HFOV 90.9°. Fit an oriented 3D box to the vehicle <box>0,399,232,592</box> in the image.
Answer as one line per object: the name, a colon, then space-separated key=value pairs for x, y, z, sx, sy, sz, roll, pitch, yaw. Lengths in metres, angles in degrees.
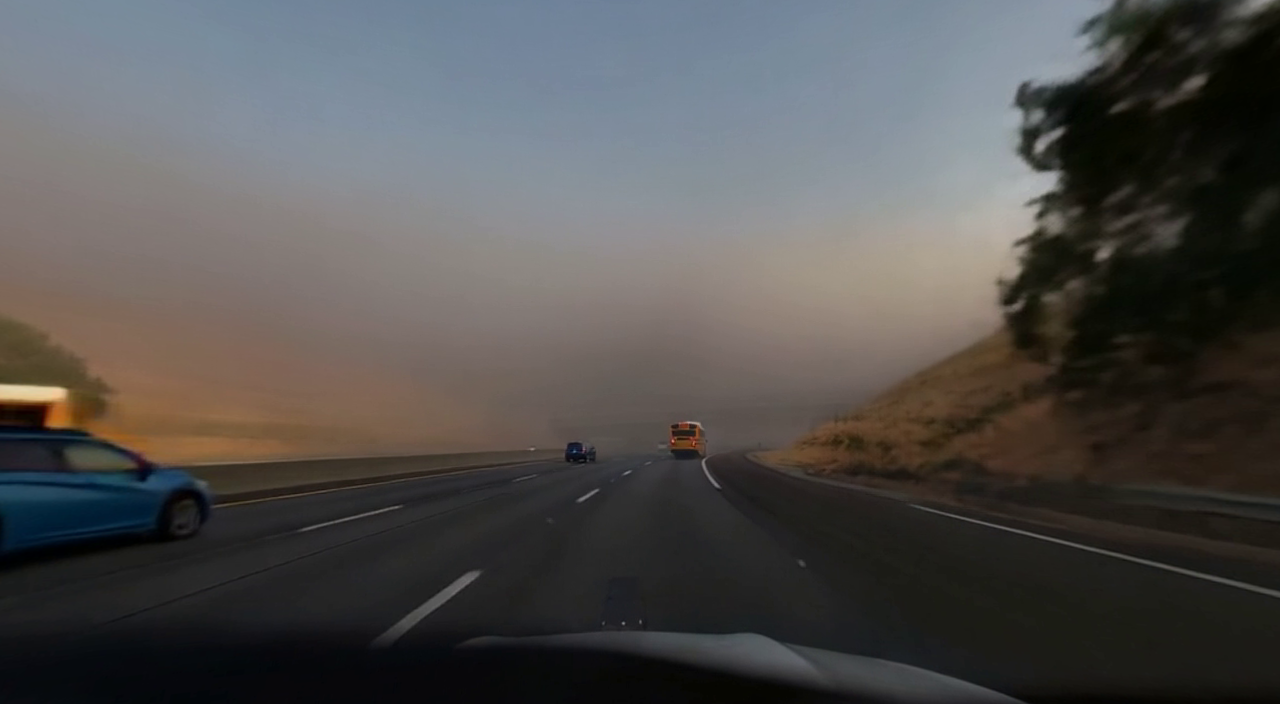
vehicle: x=-6.722 y=1.364 z=6.221 sx=2.172 sy=1.689 sz=4.625 roll=0 pitch=-8 yaw=2

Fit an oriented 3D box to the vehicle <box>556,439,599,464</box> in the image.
vehicle: x=-4.410 y=7.072 z=44.996 sx=2.106 sy=1.704 sz=4.637 roll=-1 pitch=-9 yaw=7
